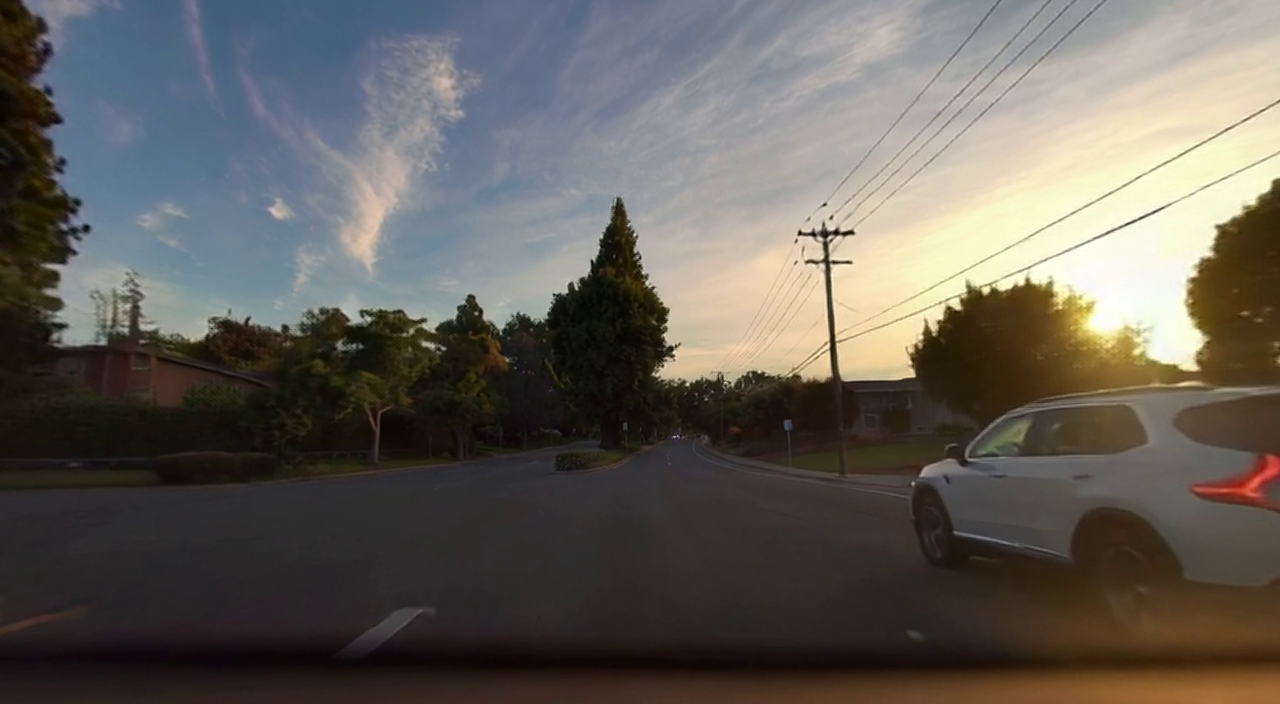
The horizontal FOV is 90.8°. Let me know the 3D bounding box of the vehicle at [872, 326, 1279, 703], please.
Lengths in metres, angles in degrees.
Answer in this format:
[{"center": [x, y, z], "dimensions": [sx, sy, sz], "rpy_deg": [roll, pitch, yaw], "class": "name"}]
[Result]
[{"center": [3.812, 1.120, 4.906], "dimensions": [2.193, 1.777, 4.772], "rpy_deg": [0, -9, 0], "class": "vehicle"}]
